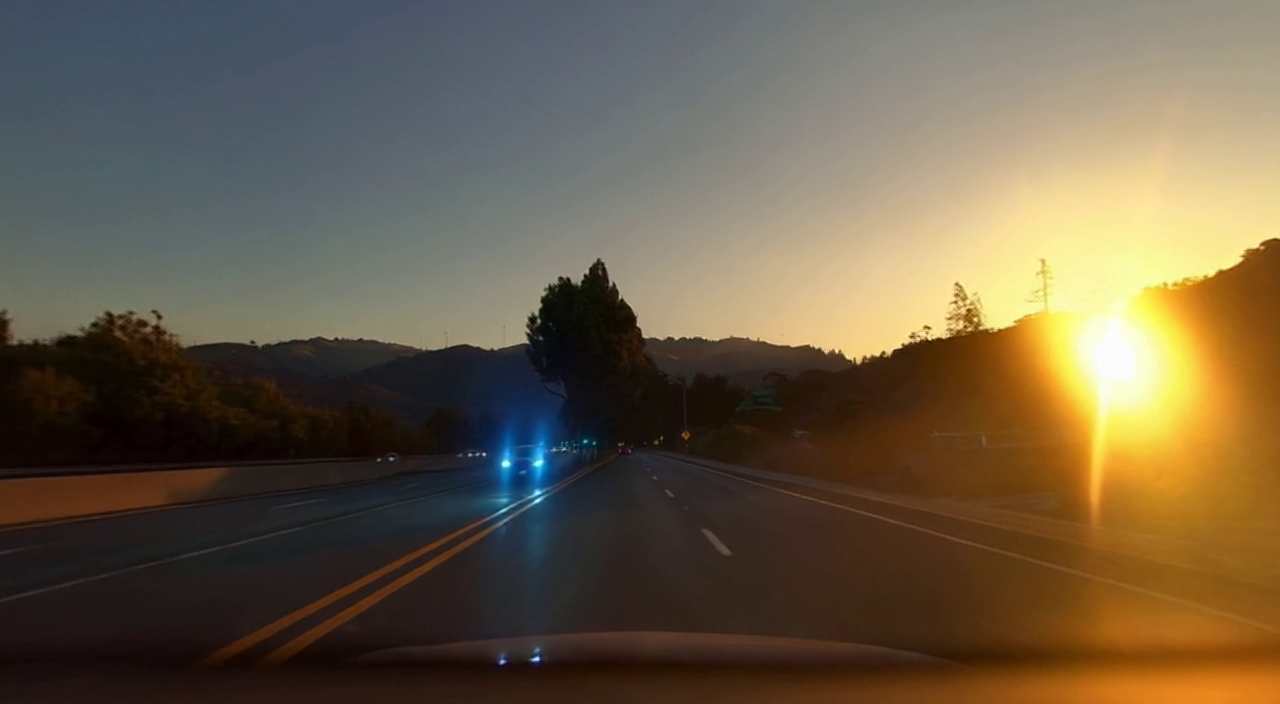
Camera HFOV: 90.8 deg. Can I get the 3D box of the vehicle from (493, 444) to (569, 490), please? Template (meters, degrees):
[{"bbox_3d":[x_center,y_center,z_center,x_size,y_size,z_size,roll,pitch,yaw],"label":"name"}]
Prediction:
[{"bbox_3d":[-3.887,4.156,23.124,1.722,1.523,3.736,-1,-9,7],"label":"vehicle"}]
